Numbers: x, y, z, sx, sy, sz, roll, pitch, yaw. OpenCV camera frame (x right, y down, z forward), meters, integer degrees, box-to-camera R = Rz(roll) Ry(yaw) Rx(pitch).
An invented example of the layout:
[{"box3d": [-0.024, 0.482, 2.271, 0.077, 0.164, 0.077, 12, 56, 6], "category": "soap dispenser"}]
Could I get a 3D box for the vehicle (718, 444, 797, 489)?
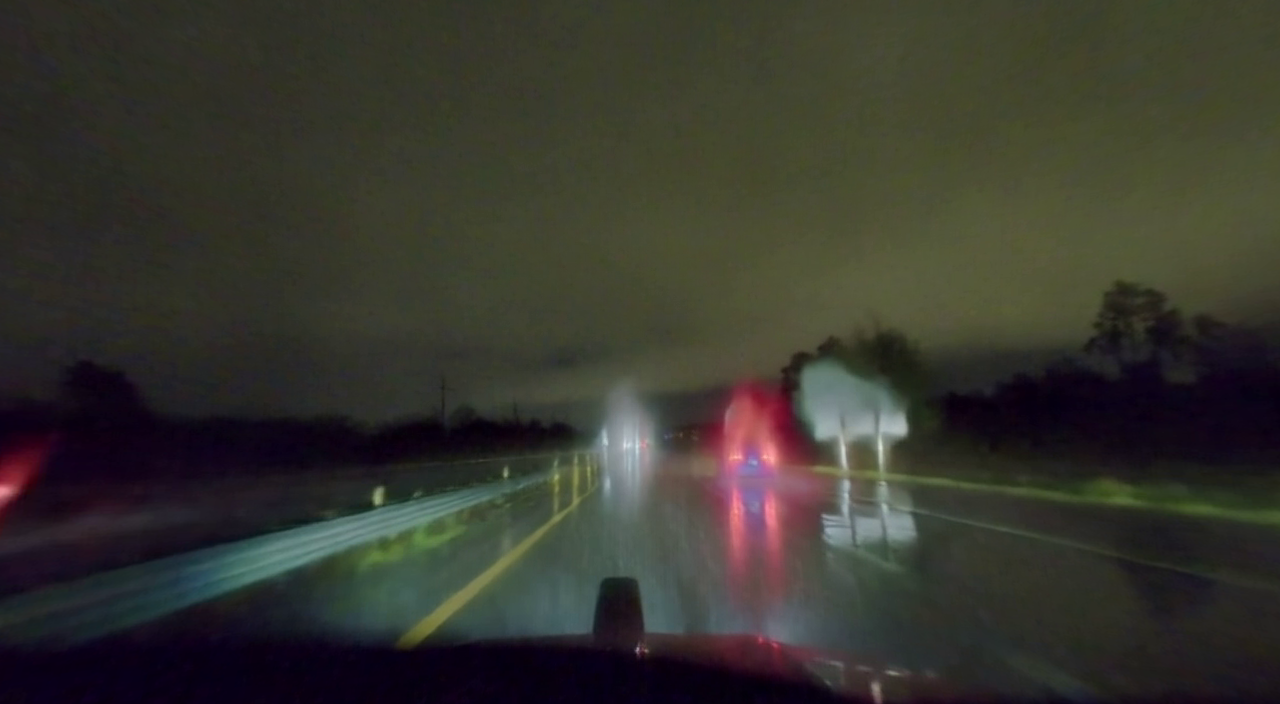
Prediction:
[{"box3d": [4.144, 4.103, 22.815, 1.981, 1.440, 4.125, 0, -9, -1], "category": "vehicle"}]
